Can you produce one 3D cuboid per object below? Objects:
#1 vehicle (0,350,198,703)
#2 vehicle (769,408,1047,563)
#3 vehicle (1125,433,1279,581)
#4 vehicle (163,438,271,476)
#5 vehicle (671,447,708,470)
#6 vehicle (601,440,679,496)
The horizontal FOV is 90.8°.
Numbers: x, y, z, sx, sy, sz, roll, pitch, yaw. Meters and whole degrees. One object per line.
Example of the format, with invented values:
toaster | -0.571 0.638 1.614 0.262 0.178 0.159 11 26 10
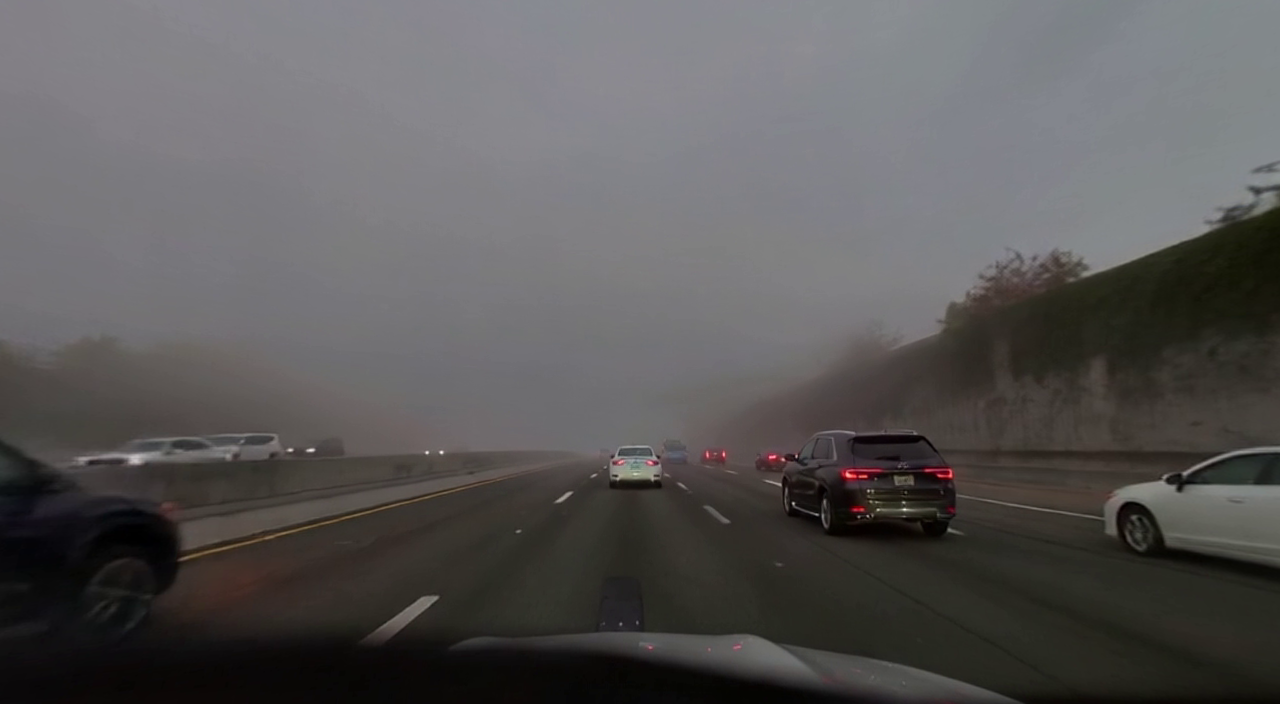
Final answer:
vehicle | -4.222 0.699 1.846 2.218 1.776 5.031 0 -9 0
vehicle | 3.631 1.921 9.816 2.162 1.800 4.693 0 -9 -1
vehicle | 7.366 1.511 6.070 1.872 1.469 4.414 0 -9 0
vehicle | -21.444 5.354 32.359 2.163 1.774 4.928 0 -9 -1
vehicle | 3.303 7.232 43.186 1.998 1.490 4.296 0 -9 -2
vehicle | -0.051 3.419 18.900 2.098 1.475 3.997 0 -9 -1
